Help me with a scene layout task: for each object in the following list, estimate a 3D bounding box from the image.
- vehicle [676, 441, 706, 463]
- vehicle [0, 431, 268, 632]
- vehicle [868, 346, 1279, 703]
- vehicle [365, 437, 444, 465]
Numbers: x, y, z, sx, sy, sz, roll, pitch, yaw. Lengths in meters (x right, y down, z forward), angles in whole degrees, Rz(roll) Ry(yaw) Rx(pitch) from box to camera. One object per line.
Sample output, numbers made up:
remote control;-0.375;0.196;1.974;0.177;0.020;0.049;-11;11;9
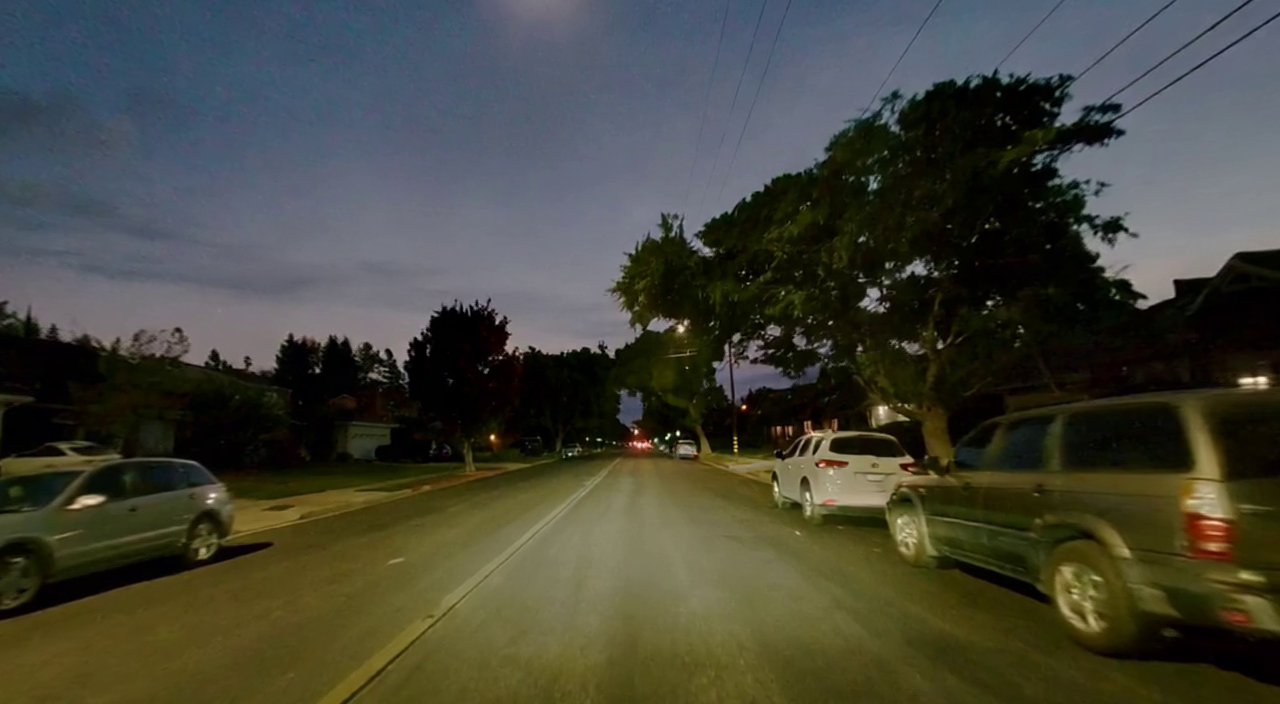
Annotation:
vehicle;3.941;7.823;49.439;1.917;1.569;4.460;0;-8;-1
vehicle;-5.823;1.648;6.189;1.898;1.507;4.009;-4;-9;0
vehicle;3.923;1.217;5.082;2.068;1.838;5.278;0;-8;-1
vehicle;-15.300;6.445;41.070;4.320;1.767;1.951;0;-9;5
